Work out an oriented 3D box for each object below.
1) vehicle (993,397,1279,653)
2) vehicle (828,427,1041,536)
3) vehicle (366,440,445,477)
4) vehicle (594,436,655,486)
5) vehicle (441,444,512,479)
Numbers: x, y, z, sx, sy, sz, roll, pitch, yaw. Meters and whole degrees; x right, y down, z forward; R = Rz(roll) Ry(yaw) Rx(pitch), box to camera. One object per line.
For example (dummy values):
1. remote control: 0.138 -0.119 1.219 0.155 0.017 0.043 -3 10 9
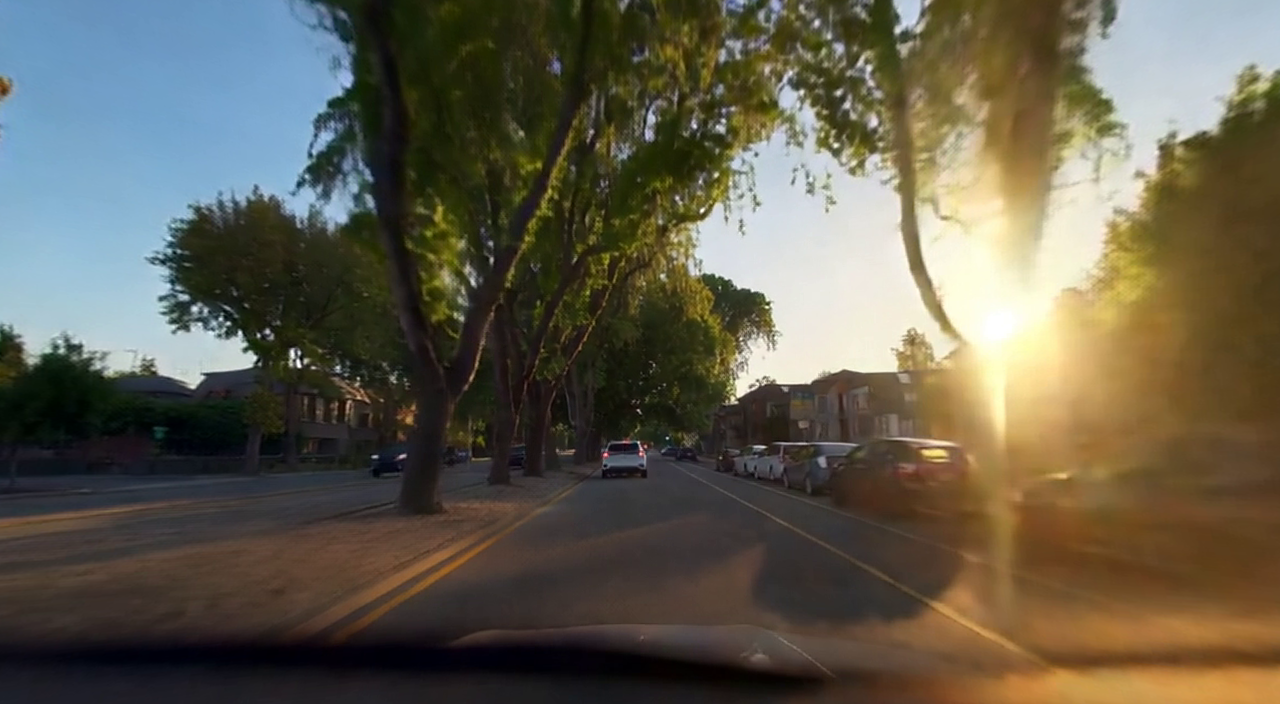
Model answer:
1. vehicle: 5.614 1.433 5.831 2.026 1.822 4.520 0 -8 0
2. vehicle: 5.601 2.498 12.840 2.053 1.799 4.446 0 -8 -1
3. vehicle: -12.001 5.477 32.777 2.020 1.754 5.185 0 -8 1
4. vehicle: -0.547 4.035 23.667 2.070 1.698 3.925 0 -8 -1
5. vehicle: -7.614 5.128 29.953 2.105 1.474 4.808 0 -8 0
